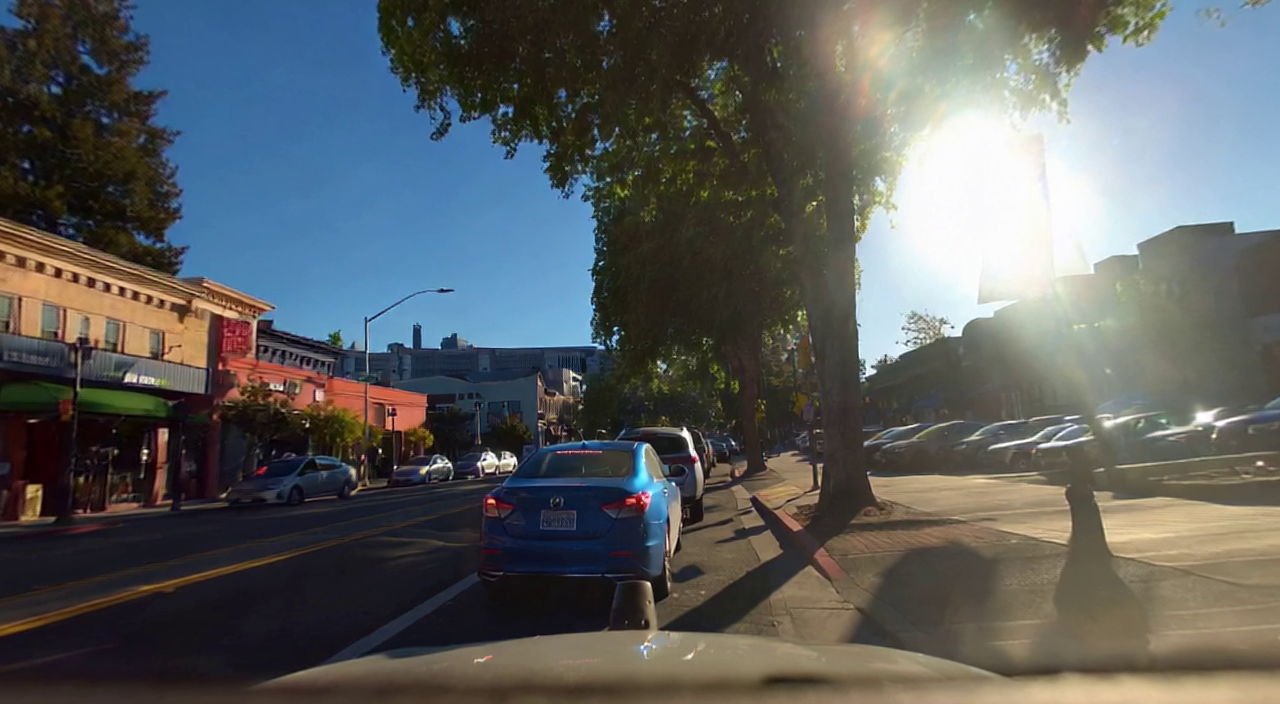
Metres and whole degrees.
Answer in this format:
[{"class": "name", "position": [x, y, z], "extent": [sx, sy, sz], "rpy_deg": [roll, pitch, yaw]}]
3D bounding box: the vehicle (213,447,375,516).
[{"class": "vehicle", "position": [-11.001, 4.069, 20.592], "extent": [2.081, 1.718, 5.342], "rpy_deg": [-6, -9, 3]}]

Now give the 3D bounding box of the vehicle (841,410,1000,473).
[{"class": "vehicle", "position": [8.999, 2.833, 20.217], "extent": [4.558, 1.528, 1.915], "rpy_deg": [-2, -7, -23]}]

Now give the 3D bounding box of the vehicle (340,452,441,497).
[{"class": "vehicle", "position": [-10.251, 5.032, 26.283], "extent": [1.826, 1.432, 4.556], "rpy_deg": [-7, -9, 8]}]

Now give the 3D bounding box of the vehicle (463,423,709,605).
[{"class": "vehicle", "position": [-0.271, 1.638, 7.305], "extent": [1.939, 1.478, 3.922], "rpy_deg": [-1, -8, 9]}]
